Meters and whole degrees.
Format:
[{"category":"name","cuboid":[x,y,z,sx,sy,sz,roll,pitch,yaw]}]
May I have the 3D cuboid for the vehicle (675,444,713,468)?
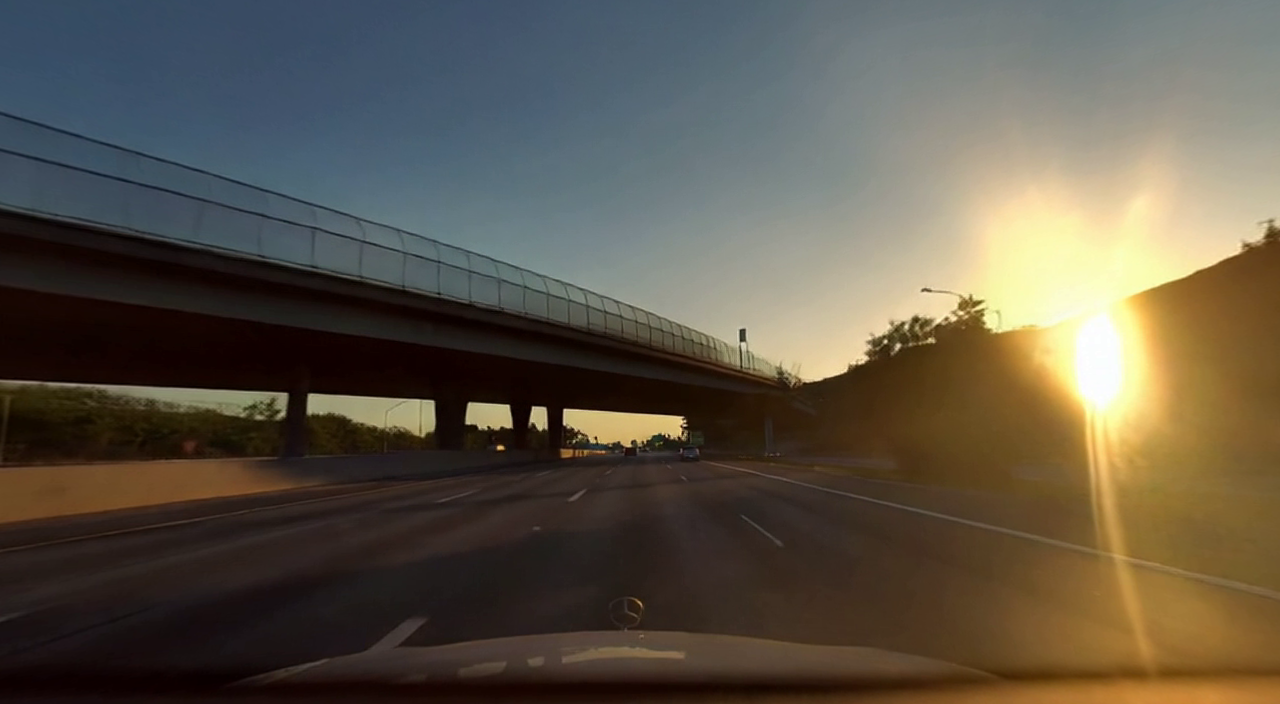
[{"category":"vehicle","cuboid":[3.546,6.888,42.025,2.033,1.501,4.398,0,-9,-1]}]
